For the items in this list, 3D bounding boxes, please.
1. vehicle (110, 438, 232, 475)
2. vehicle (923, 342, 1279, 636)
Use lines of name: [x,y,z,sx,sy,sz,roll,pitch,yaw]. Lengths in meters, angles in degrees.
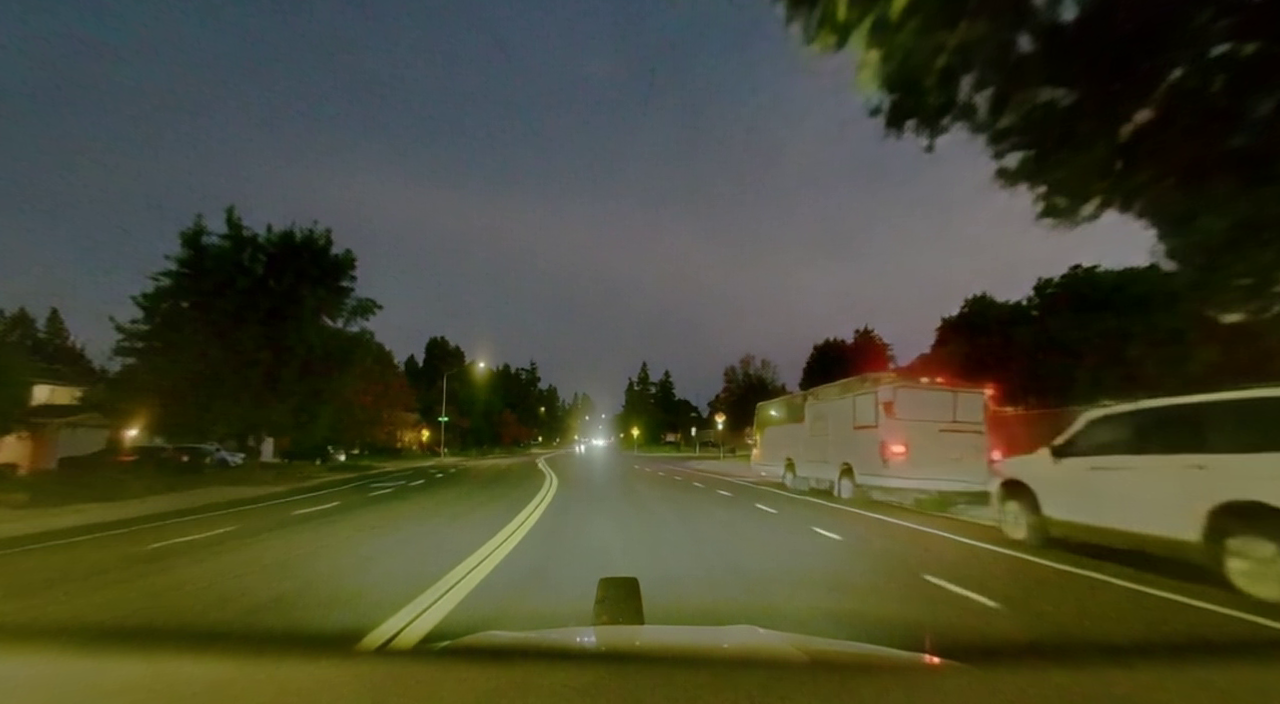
vehicle: [-25.998,5.785,35.222,4.975,1.847,2.096,0,-8,-13]
vehicle: [5.894,1.265,6.593,2.670,2.085,6.775,0,-8,-1]
